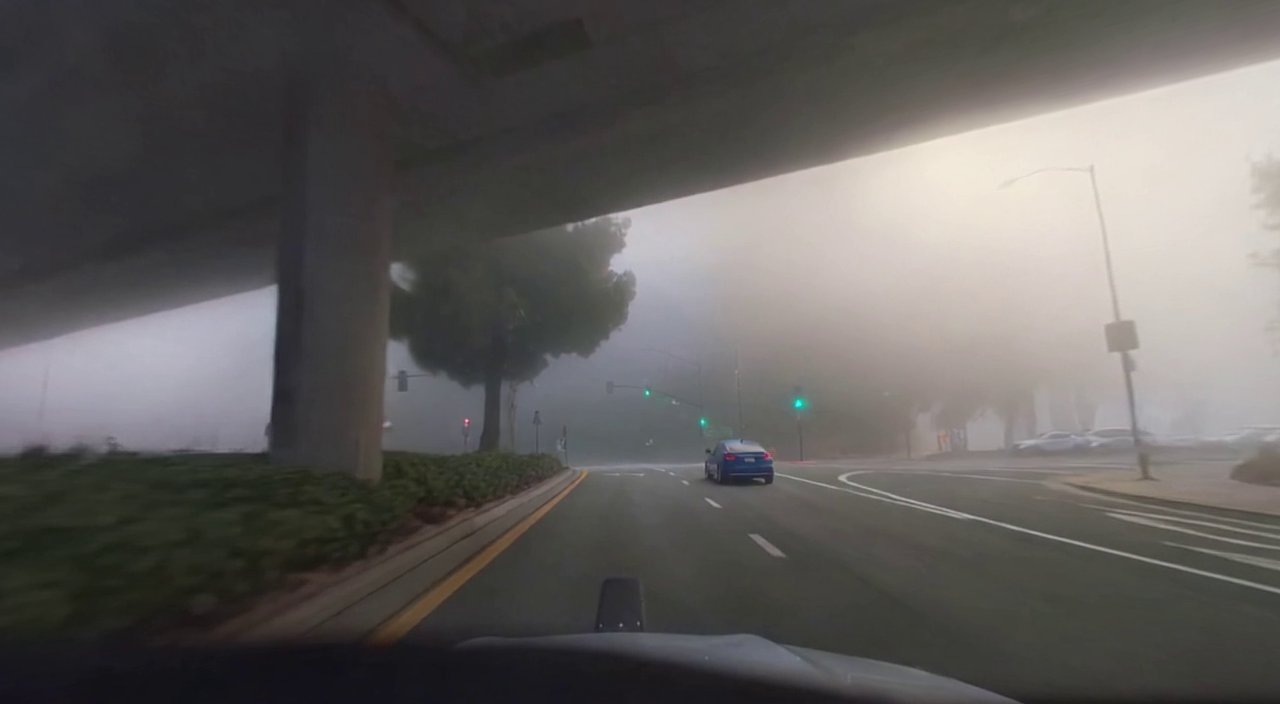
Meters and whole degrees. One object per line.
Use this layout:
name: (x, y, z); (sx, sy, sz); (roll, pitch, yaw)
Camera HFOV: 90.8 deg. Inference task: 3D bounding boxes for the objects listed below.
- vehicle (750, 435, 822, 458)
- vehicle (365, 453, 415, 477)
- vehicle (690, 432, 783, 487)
vehicle: (10.626, 6.905, 46.088); (4.760, 1.571, 1.859); (-5, -9, 26)
vehicle: (-17.227, 7.790, 43.687); (1.863, 1.469, 3.767); (-1, -8, 0)
vehicle: (2.864, 3.331, 19.897); (2.062, 1.484, 4.332); (0, -8, -2)
